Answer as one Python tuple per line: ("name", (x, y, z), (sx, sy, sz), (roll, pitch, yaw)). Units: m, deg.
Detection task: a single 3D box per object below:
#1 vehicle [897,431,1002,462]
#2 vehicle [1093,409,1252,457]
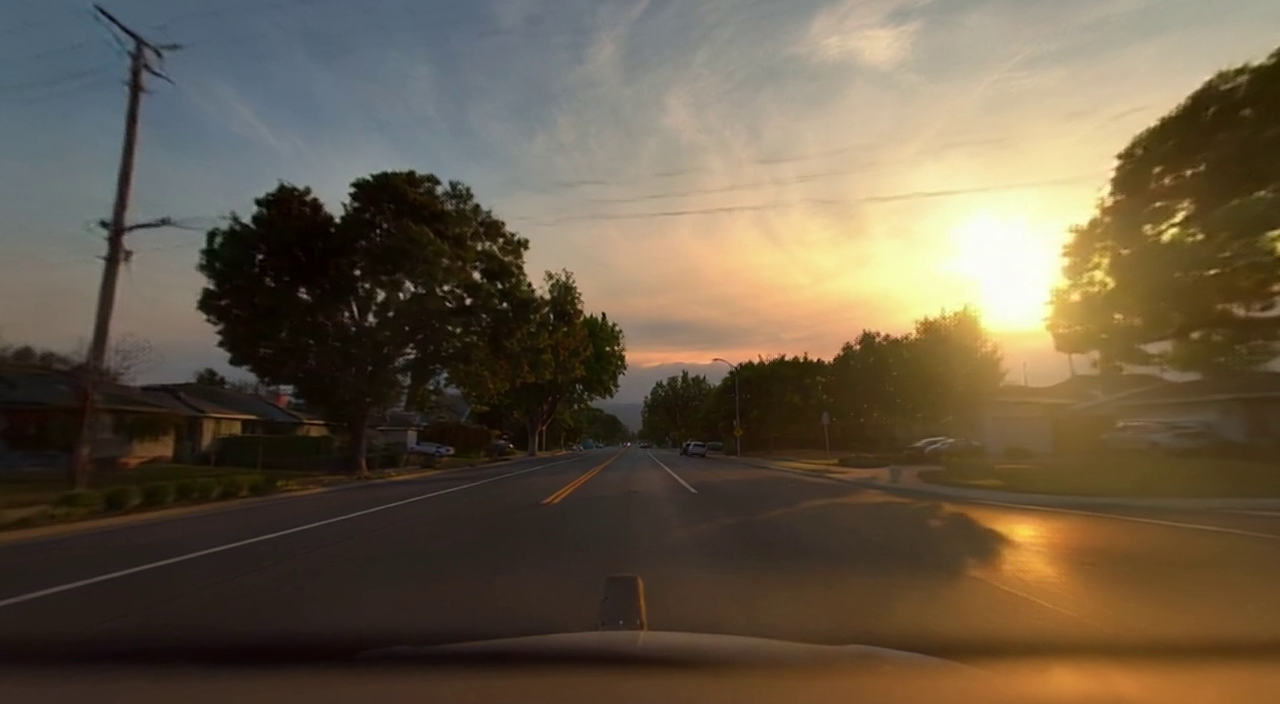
("vehicle", (16.486, 5.065, 33.803), (4.443, 1.497, 2.168), (-1, -8, 1))
("vehicle", (22.145, 3.416, 26.428), (4.798, 1.800, 2.103), (-8, -11, 43))
